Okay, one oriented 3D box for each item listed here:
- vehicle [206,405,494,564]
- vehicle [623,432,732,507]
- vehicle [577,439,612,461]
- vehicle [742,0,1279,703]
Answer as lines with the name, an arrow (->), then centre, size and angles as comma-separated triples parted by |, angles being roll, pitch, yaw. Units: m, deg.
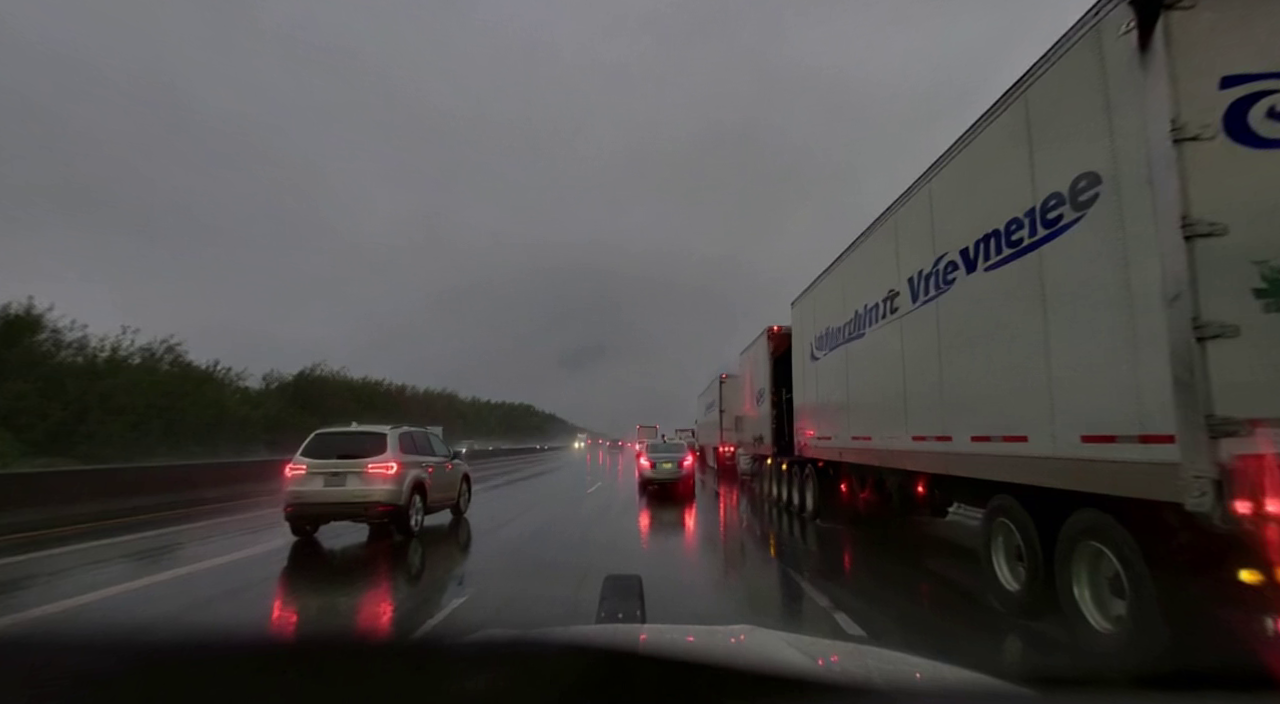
vehicle -> -3.709, 1.751, 9.202 | 2.006, 1.729, 4.447 | 0, -8, 1
vehicle -> 0.718, 2.662, 14.895 | 2.200, 1.495, 4.282 | 0, -8, -1
vehicle -> -3.401, 7.408, 47.890 | 2.181, 1.538, 4.169 | 0, -8, 1
vehicle -> 4.543, 0.642, 10.866 | 2.967, 4.347, 15.373 | 0, -8, 0
